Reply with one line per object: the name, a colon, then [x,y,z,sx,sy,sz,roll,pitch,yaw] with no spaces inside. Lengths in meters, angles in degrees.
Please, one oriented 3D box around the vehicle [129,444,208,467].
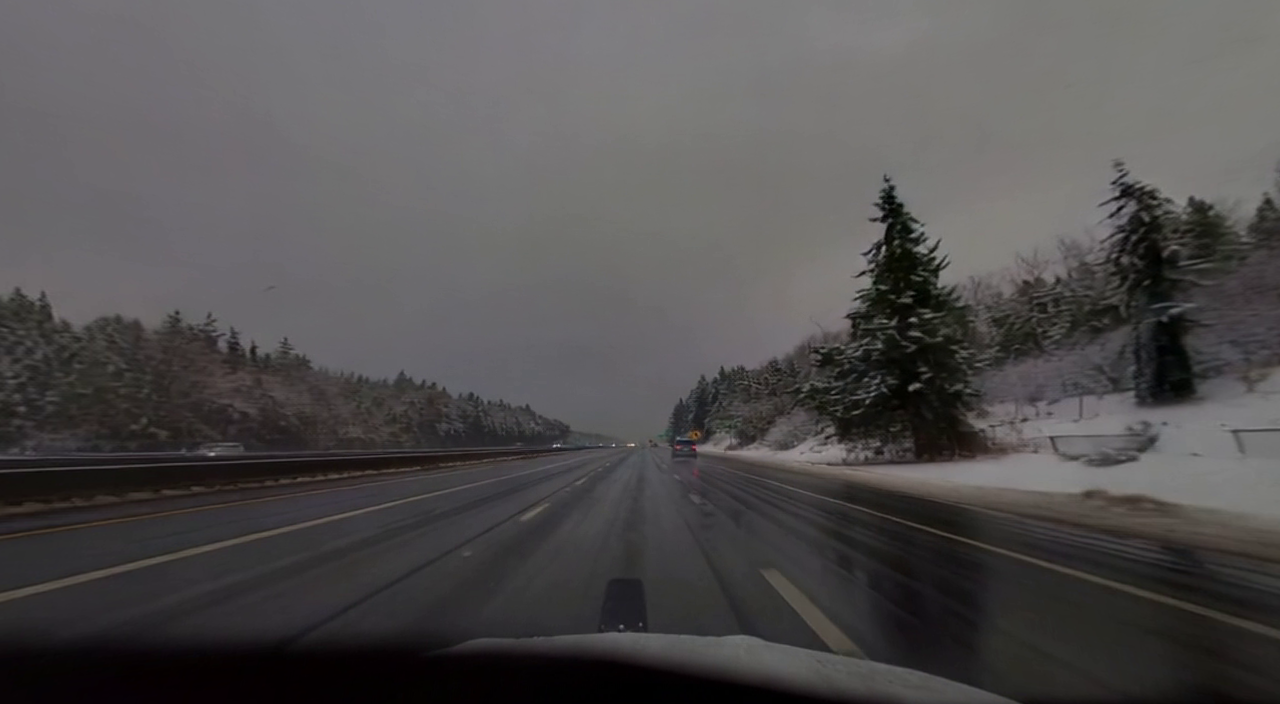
vehicle: [-33.185,7.257,44.540,1.925,1.504,4.639,0,-8,1]
